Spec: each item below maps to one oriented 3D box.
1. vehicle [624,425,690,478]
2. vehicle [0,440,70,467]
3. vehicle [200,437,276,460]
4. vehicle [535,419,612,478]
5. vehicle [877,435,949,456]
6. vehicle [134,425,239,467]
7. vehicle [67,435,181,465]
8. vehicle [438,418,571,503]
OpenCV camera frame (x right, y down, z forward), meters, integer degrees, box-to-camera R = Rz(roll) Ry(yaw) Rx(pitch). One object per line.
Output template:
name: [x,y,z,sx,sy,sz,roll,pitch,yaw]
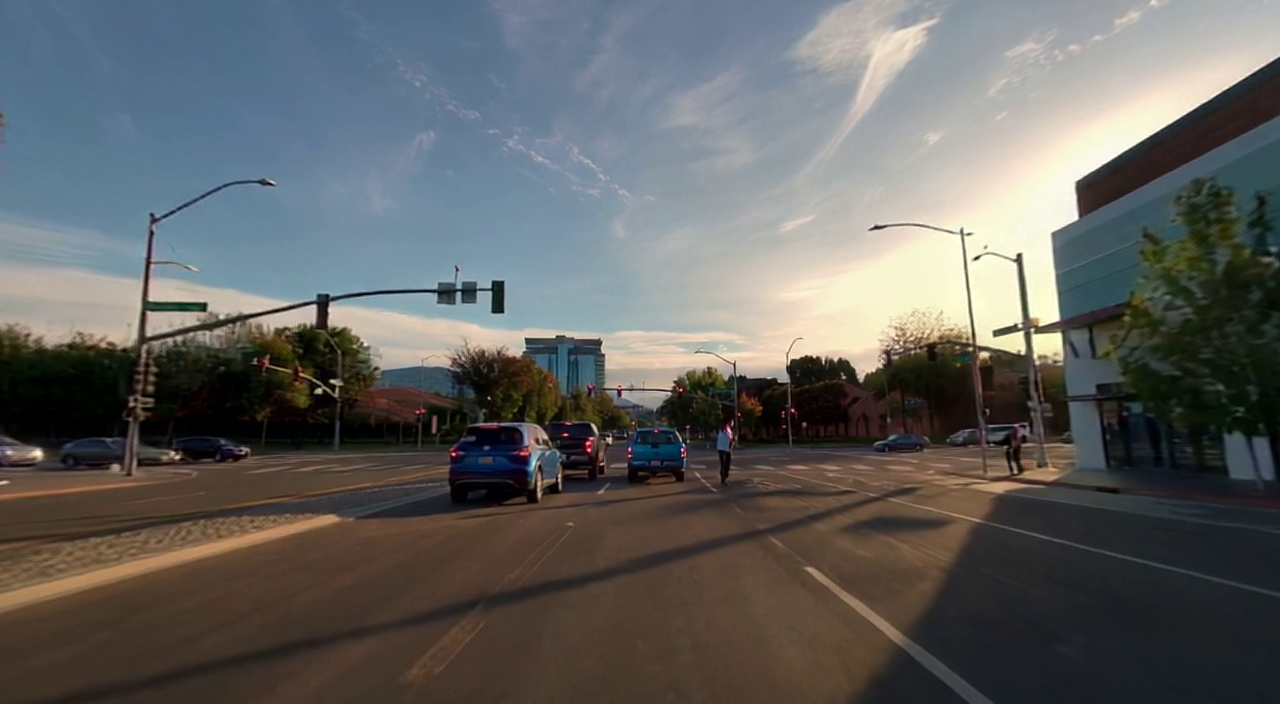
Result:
vehicle: [0.560,3.635,23.190,2.204,1.738,4.690,0,-8,0]
vehicle: [-37.602,6.136,38.121,4.170,1.551,1.816,0,-8,3]
vehicle: [-30.848,7.396,48.268,4.406,1.682,2.040,0,-8,1]
vehicle: [-2.272,3.501,22.904,2.220,1.926,4.870,0,-8,1]
vehicle: [20.664,7.096,47.645,4.624,1.601,1.871,0,-8,-1]
vehicle: [-32.479,6.688,45.054,5.884,2.243,2.287,-6,-5,1]
vehicle: [-30.920,5.887,37.742,4.956,1.737,2.135,0,-8,2]
vehicle: [-2.999,2.523,15.003,2.006,1.707,4.448,0,-8,3]
